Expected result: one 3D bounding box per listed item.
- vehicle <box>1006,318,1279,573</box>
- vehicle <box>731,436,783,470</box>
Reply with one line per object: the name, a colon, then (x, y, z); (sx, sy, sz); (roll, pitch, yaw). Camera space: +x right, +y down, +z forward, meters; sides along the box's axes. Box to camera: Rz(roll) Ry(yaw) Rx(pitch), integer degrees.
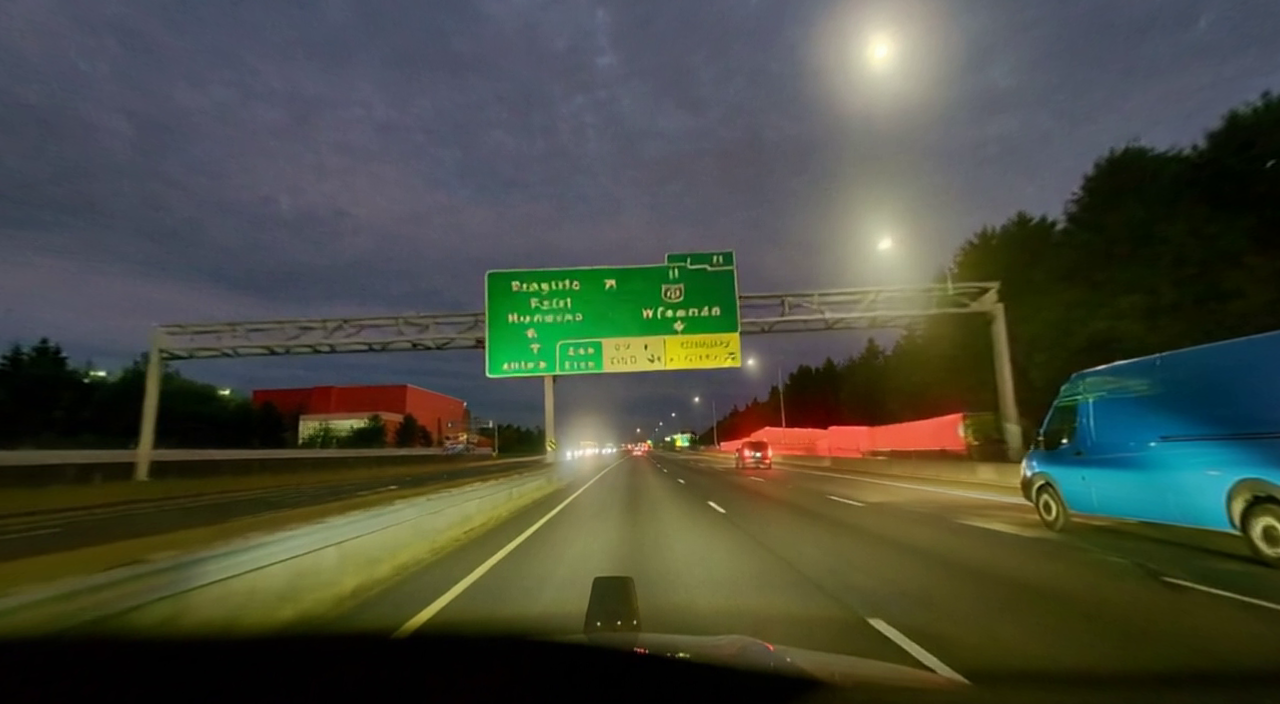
vehicle: (7.804, 1.219, 8.149); (2.283, 2.631, 6.053); (0, -9, -1)
vehicle: (7.095, 6.238, 38.793); (2.156, 1.943, 5.010); (0, -9, -1)
